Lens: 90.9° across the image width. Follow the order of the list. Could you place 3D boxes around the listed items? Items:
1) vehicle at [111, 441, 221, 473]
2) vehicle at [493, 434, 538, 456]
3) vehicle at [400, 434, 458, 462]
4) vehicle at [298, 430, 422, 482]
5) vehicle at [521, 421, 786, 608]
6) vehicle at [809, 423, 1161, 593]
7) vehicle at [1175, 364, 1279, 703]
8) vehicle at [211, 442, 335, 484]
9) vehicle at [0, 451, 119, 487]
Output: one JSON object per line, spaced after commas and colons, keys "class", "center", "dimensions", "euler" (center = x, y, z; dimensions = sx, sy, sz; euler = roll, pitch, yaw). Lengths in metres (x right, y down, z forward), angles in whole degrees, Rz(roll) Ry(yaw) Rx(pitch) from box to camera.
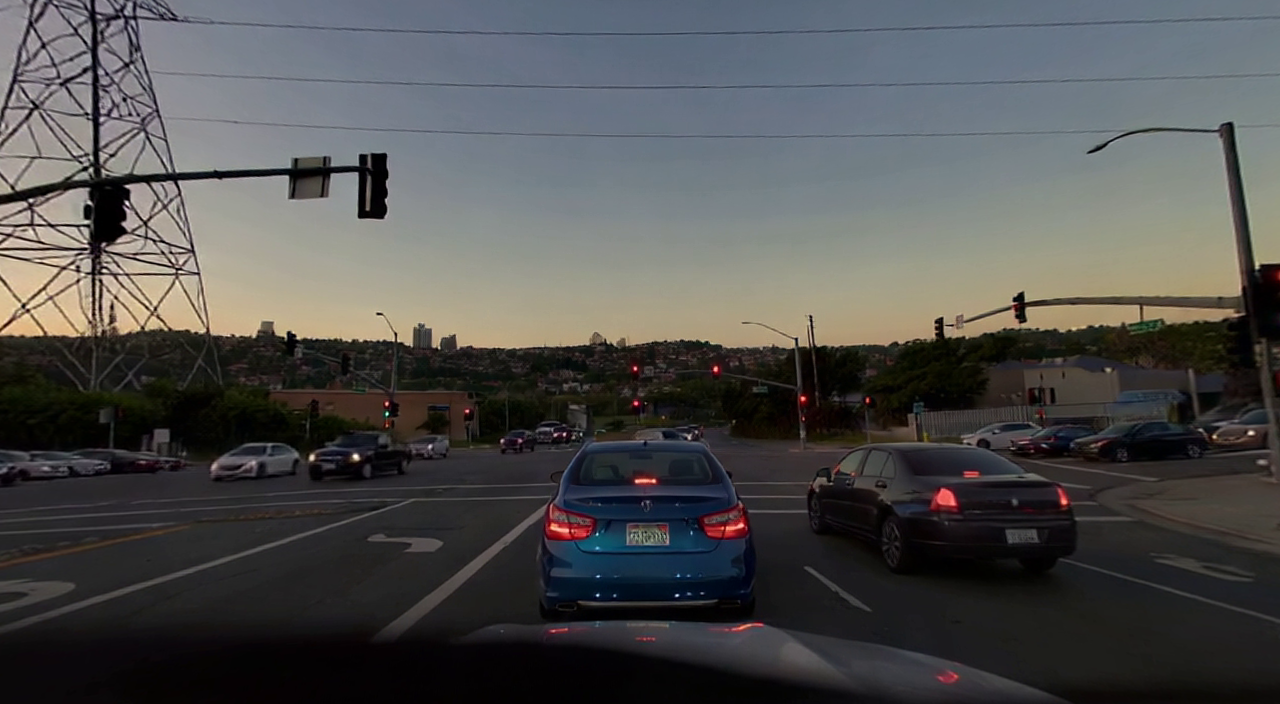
{"class": "vehicle", "center": [-26.059, 5.773, 34.782], "dimensions": [4.417, 1.637, 1.956], "euler": [0, -8, -2]}
{"class": "vehicle", "center": [-9.021, 6.793, 46.112], "dimensions": [1.992, 1.480, 4.743], "euler": [-1, -9, 4]}
{"class": "vehicle", "center": [-13.697, 6.250, 41.249], "dimensions": [1.955, 1.694, 4.625], "euler": [-1, -8, 3]}
{"class": "vehicle", "center": [-10.291, 3.865, 23.729], "dimensions": [2.239, 1.719, 4.948], "euler": [-1, -8, 2]}
{"class": "vehicle", "center": [0.096, 1.601, 7.133], "dimensions": [2.117, 1.474, 4.036], "euler": [0, -8, 0]}
{"class": "vehicle", "center": [3.636, 1.688, 7.729], "dimensions": [1.835, 1.473, 4.190], "euler": [0, -8, -2]}
{"class": "vehicle", "center": [3.398, 0.593, 0.634], "dimensions": [1.926, 1.614, 4.330], "euler": [0, -8, 1]}
{"class": "vehicle", "center": [-14.053, 4.262, 24.509], "dimensions": [1.982, 1.469, 4.583], "euler": [0, -8, 1]}
{"class": "vehicle", "center": [-25.952, 5.118, 27.740], "dimensions": [4.263, 1.464, 1.895], "euler": [0, -8, -1]}
